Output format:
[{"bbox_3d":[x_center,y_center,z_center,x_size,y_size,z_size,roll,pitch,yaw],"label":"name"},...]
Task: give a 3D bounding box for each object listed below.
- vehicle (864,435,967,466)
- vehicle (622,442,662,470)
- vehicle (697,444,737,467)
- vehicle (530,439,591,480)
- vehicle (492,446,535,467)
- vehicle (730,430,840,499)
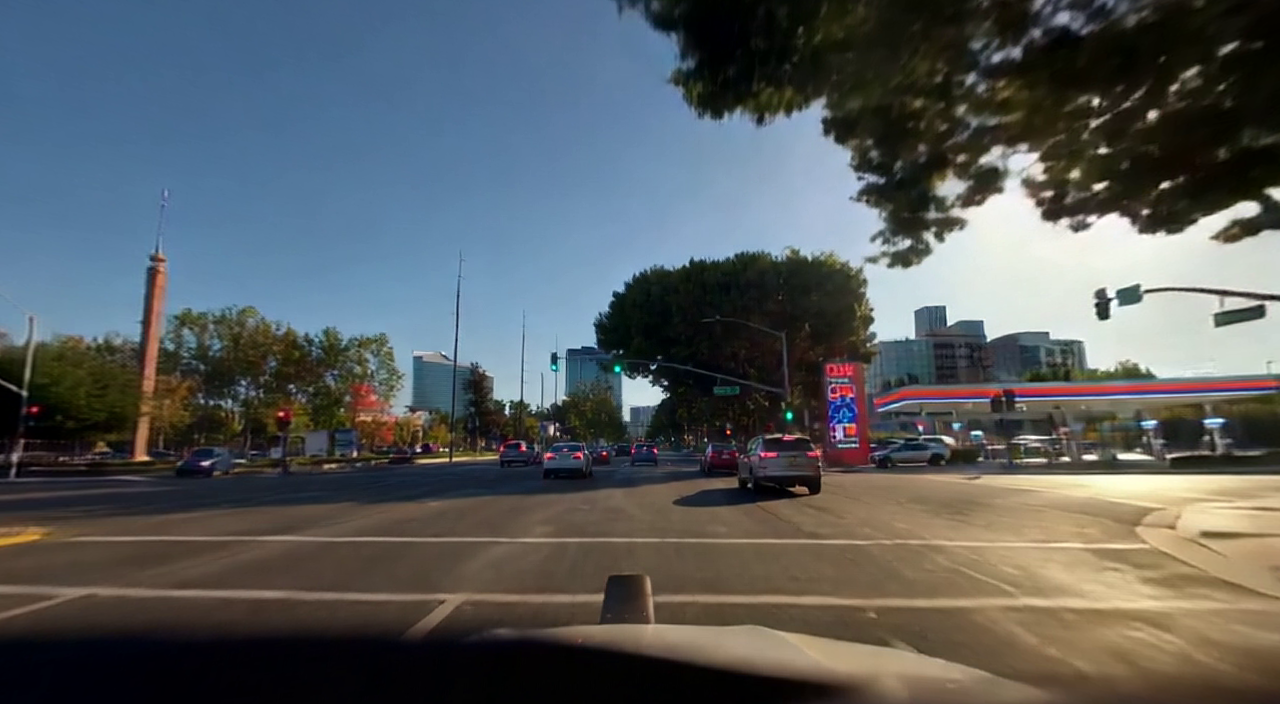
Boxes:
[{"bbox_3d":[18.333,6.572,42.094,5.585,1.866,2.607,-1,-9,-3],"label":"vehicle"},{"bbox_3d":[0.115,5.914,36.014,2.104,1.477,4.591,0,-8,0],"label":"vehicle"},{"bbox_3d":[5.112,6.962,42.567,2.174,1.462,4.400,0,-8,0],"label":"vehicle"},{"bbox_3d":[-3.304,4.564,26.989,2.023,1.607,4.086,0,-8,1],"label":"vehicle"},{"bbox_3d":[-9.091,7.552,45.733,2.023,1.433,4.699,-1,-8,2],"label":"vehicle"},{"bbox_3d":[3.899,3.108,17.753,2.022,1.683,4.171,0,-8,-1],"label":"vehicle"}]
